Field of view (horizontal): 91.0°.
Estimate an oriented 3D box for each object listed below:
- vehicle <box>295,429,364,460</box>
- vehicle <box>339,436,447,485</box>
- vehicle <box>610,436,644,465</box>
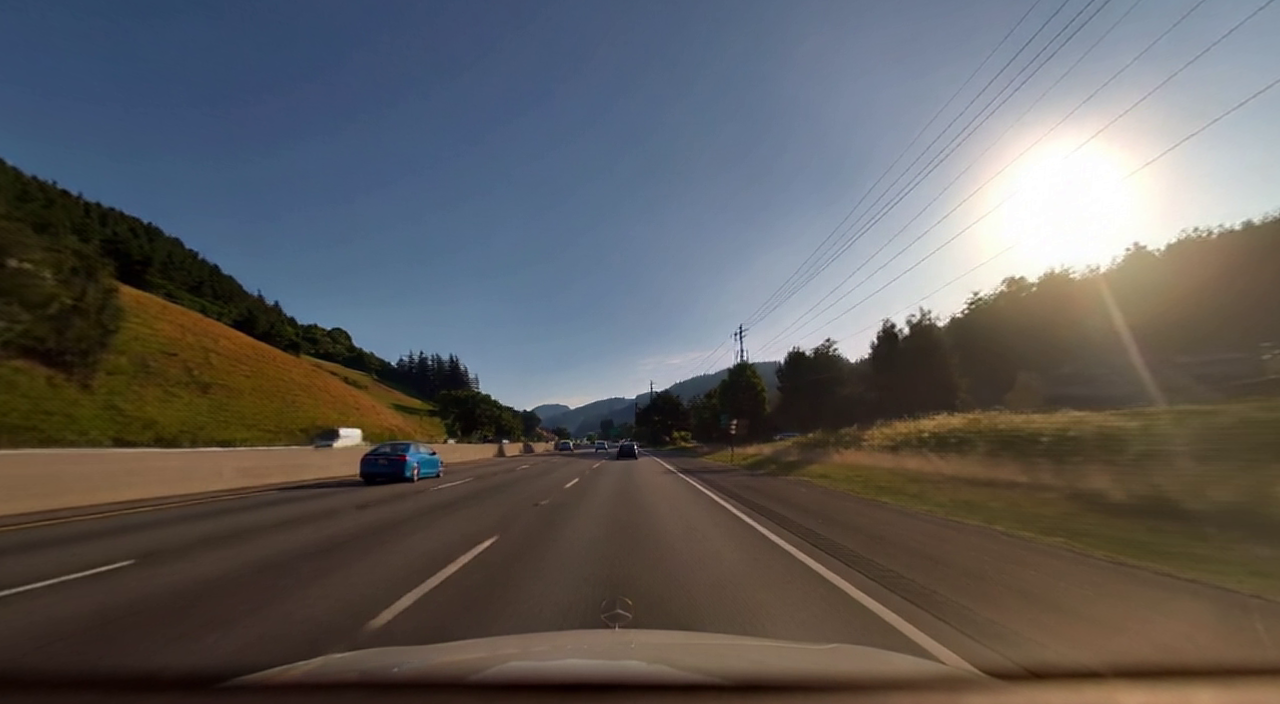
[{"bbox_3d":[-19.175,5.744,39.124,2.119,1.821,4.700,0,-8,-3],"label":"vehicle"},{"bbox_3d":[-8.381,3.714,21.861,2.047,1.486,4.306,0,-8,-1],"label":"vehicle"},{"bbox_3d":[-0.833,6.231,40.070,2.040,1.715,3.906,0,-8,-1],"label":"vehicle"}]
